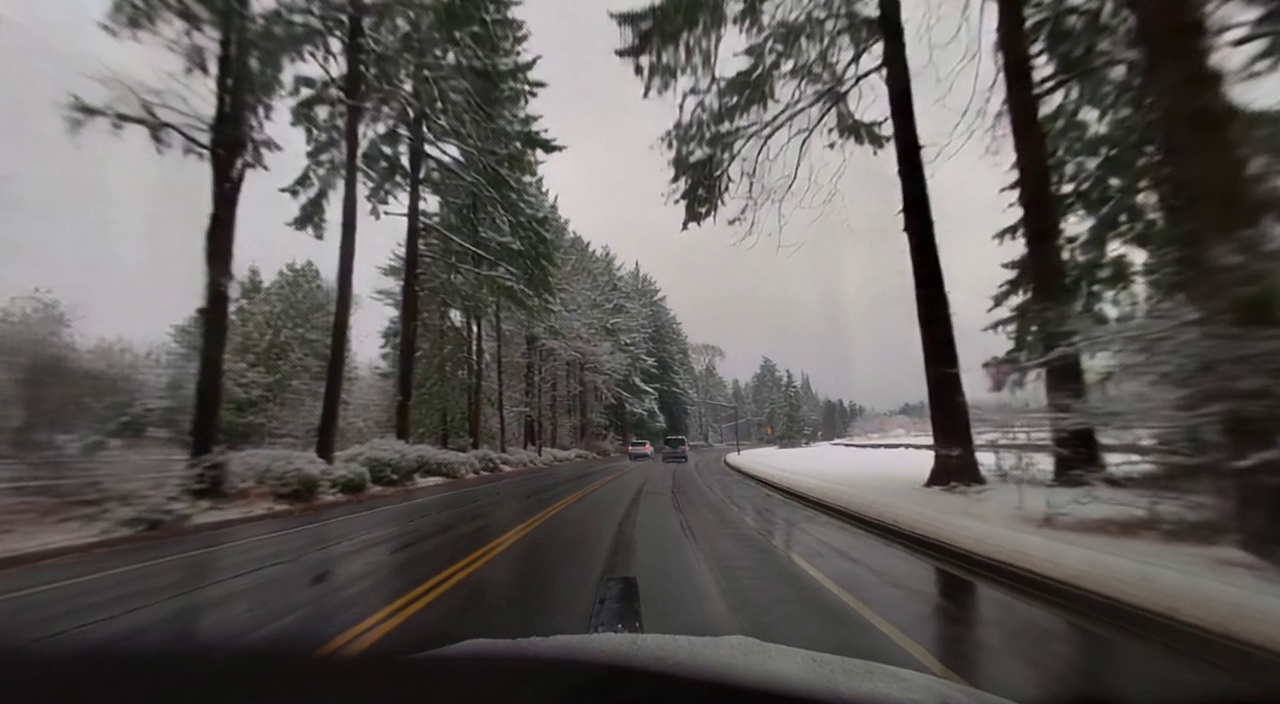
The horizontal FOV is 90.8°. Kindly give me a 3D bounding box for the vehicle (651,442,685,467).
[{"bbox_3d":[1.874,6.650,41.171,2.071,1.474,4.047,-1,-8,5],"label":"vehicle"}]
